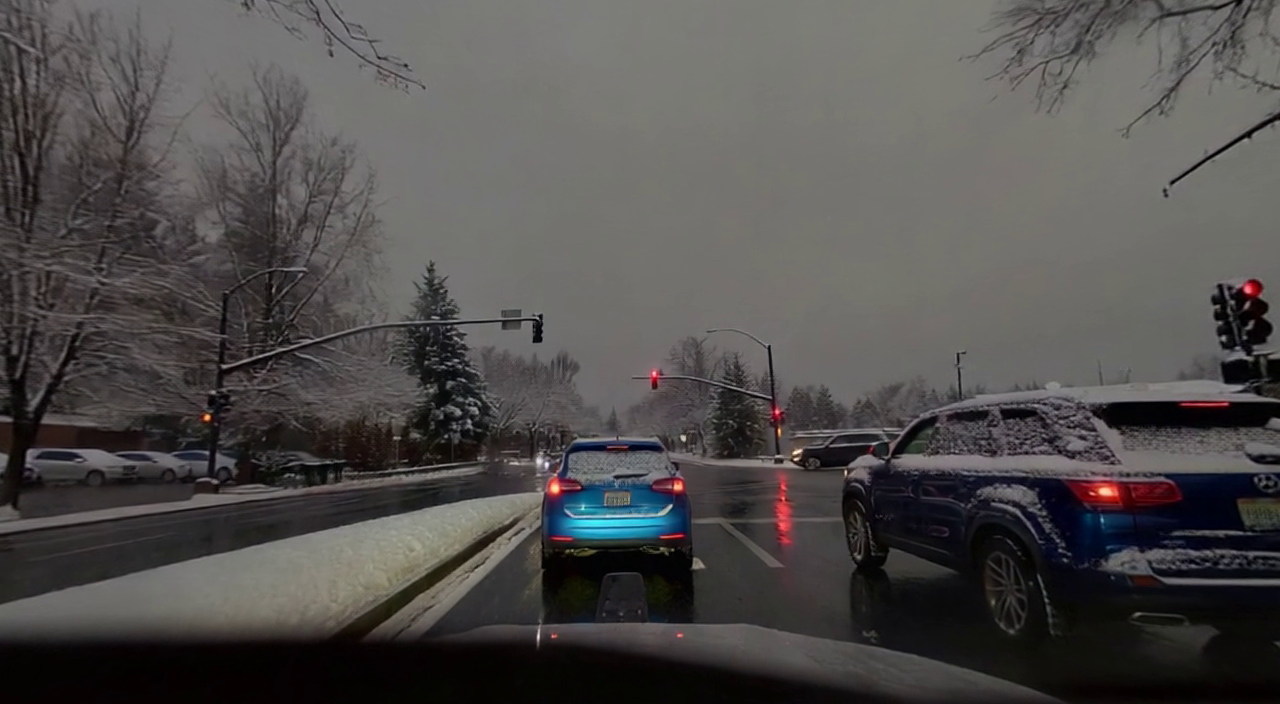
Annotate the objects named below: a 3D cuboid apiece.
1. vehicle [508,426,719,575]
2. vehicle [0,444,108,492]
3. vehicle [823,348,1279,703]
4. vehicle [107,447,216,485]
[{"bbox_3d":[-0.331,1.893,8.952,2.177,1.512,4.682,0,-9,-1],"label":"vehicle"},{"bbox_3d":[-28.494,5.365,29.488,5.119,2.119,2.199,5,-10,-31],"label":"vehicle"},{"bbox_3d":[3.188,1.179,5.175,2.046,1.768,4.370,0,-9,0],"label":"vehicle"},{"bbox_3d":[-28.609,6.824,38.031,4.943,2.110,2.217,5,-10,-32],"label":"vehicle"}]
